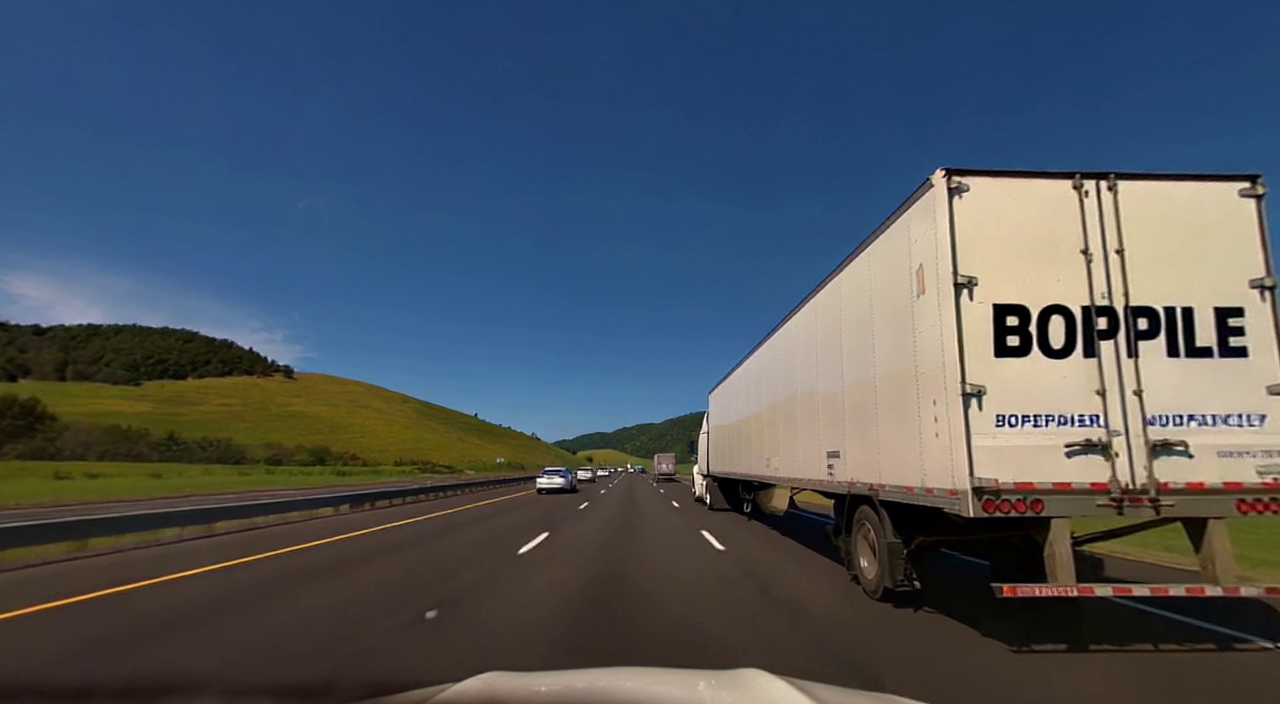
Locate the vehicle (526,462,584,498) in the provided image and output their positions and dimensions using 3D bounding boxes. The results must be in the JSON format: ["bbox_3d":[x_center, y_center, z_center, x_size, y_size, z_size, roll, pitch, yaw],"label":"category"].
[{"bbox_3d":[-4.041,6.243,30.823,2.088,1.566,4.853,0,-11,1],"label":"vehicle"}]

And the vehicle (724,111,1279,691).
[{"bbox_3d":[3.880,1.469,11.322,2.839,4.062,14.051,1,-11,0],"label":"vehicle"}]
